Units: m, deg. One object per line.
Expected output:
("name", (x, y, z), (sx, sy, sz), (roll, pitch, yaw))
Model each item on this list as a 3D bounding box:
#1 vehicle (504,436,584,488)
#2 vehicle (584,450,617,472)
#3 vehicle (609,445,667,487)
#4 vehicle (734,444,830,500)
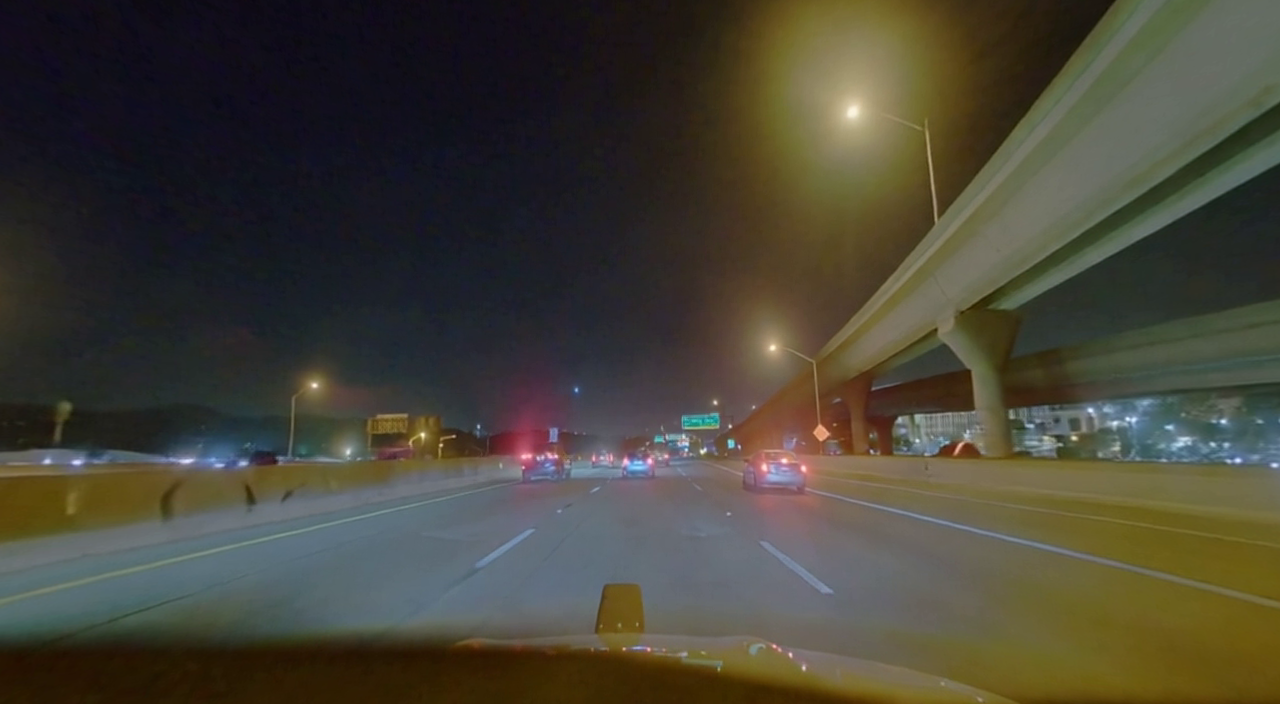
("vehicle", (-3.640, 4.269, 24.828), (2.142, 1.819, 4.648), (0, -9, 3))
("vehicle", (-2.790, 7.775, 44.979), (1.868, 1.431, 4.055), (0, -9, 3))
("vehicle", (-0.015, 4.415, 24.713), (2.089, 1.493, 3.964), (0, -8, 1))
("vehicle", (4.164, 3.582, 19.193), (1.974, 1.490, 3.994), (0, -9, 0))
